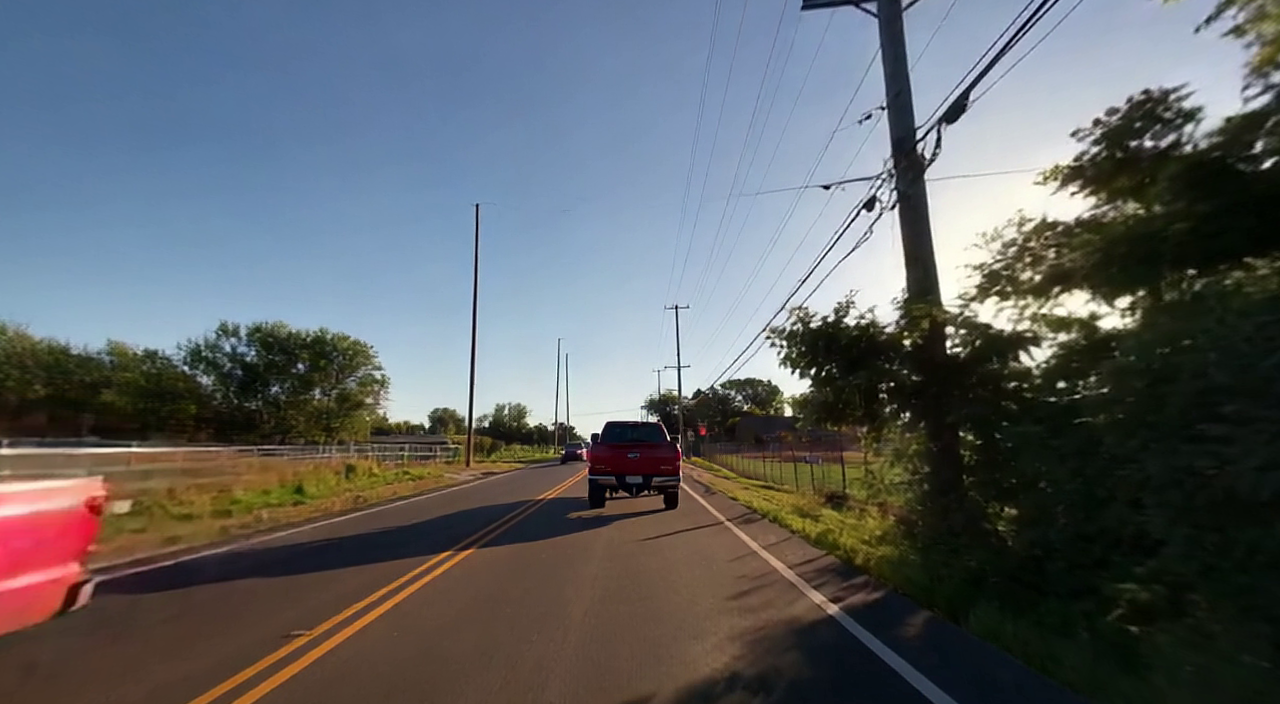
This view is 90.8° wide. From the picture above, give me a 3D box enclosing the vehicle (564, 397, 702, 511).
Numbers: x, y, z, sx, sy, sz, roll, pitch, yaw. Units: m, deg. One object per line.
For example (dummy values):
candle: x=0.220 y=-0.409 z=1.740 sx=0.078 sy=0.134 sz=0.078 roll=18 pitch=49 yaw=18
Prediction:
vehicle: x=-0.196 y=2.431 z=15.425 sx=2.693 sy=2.223 sz=5.885 roll=0 pitch=-9 yaw=-1
